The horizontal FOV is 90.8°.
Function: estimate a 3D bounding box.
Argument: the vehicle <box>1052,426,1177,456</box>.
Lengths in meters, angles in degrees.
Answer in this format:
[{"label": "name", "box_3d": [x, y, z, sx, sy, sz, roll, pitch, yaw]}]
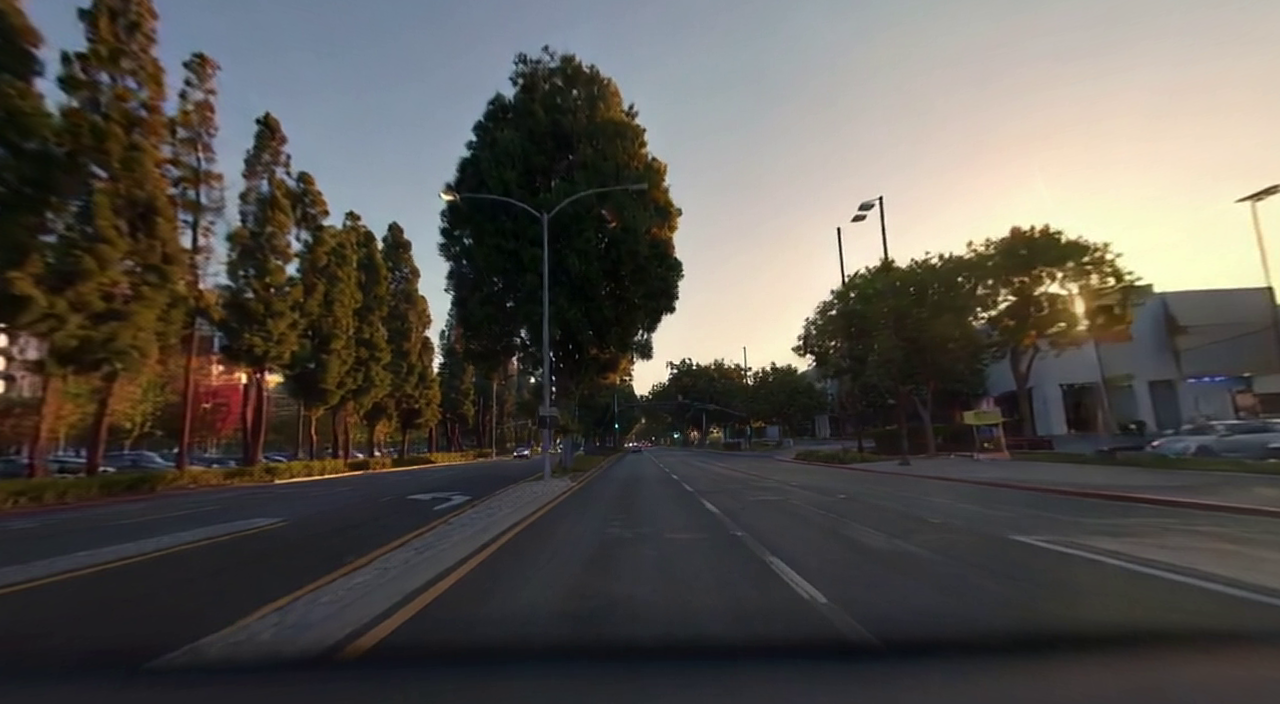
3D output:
[{"label": "vehicle", "box_3d": [24.012, 4.542, 32.175, 1.819, 1.401, 4.665, 4, -10, -29]}]

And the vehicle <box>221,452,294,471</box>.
[{"label": "vehicle", "box_3d": [-29.854, 8.552, 49.428, 4.410, 1.401, 1.929, 0, -8, -2]}]

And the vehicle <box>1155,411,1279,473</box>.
[{"label": "vehicle", "box_3d": [17.765, 2.663, 18.665, 4.638, 1.648, 1.887, 3, -9, -24]}]

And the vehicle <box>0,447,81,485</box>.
[{"label": "vehicle", "box_3d": [-30.091, 5.499, 30.324, 4.528, 1.695, 1.945, -1, -9, -4]}]

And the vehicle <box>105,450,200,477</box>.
[{"label": "vehicle", "box_3d": [-29.836, 6.827, 38.759, 4.293, 1.524, 1.850, 0, -8, 1]}]
